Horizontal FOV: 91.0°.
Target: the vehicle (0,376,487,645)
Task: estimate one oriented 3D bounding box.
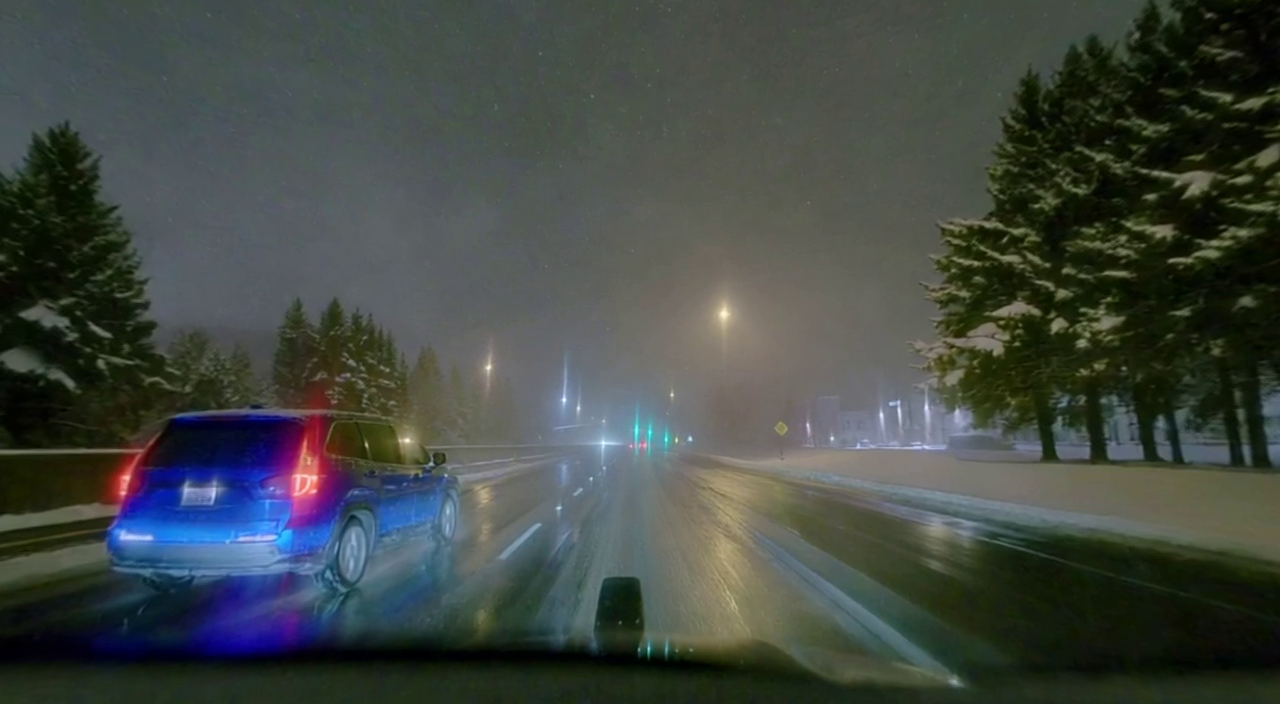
[{"bbox_3d":[-3.147,1.339,6.337,2.033,1.713,4.503,0,-8,0],"label":"vehicle"}]
